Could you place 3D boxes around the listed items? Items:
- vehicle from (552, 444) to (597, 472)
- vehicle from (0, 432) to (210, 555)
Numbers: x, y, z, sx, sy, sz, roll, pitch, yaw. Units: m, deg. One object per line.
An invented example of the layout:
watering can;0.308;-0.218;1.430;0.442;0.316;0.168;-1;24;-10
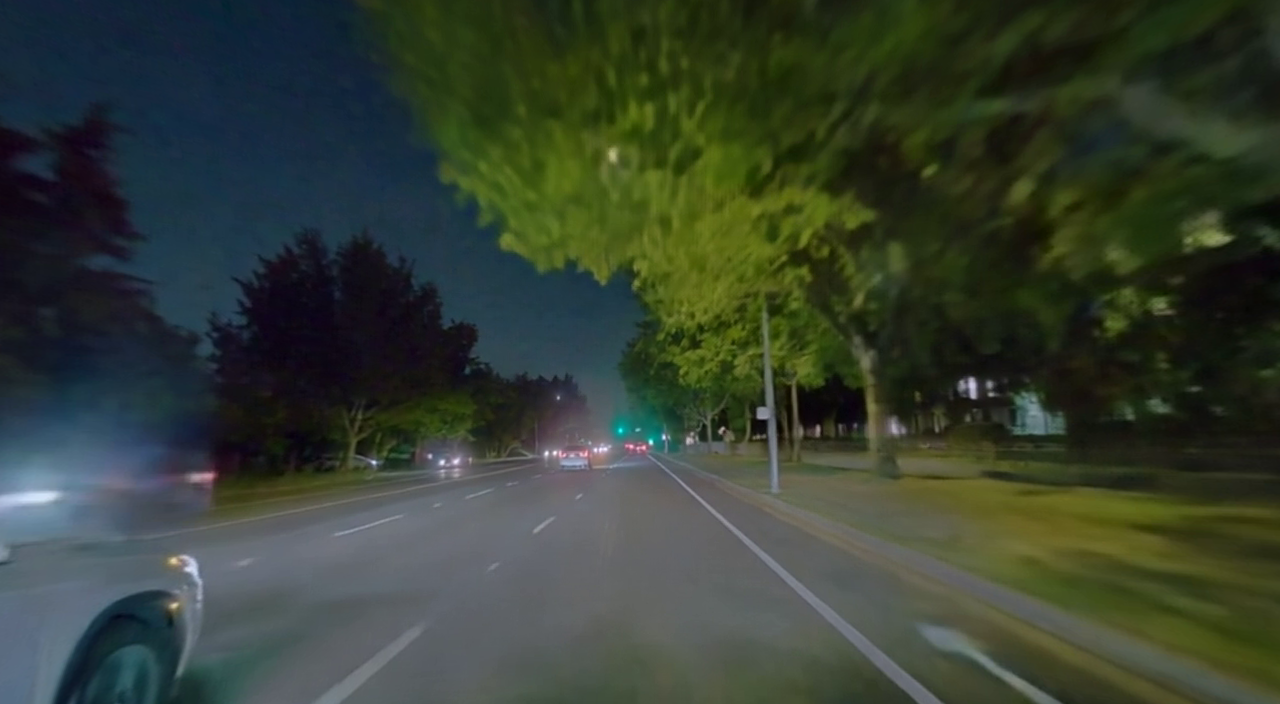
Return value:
vehicle;-3.520;5.757;34.593;1.992;1.447;4.044;0;-8;0
vehicle;-10.075;2.272;10.735;2.168;1.703;4.753;0;-8;0
